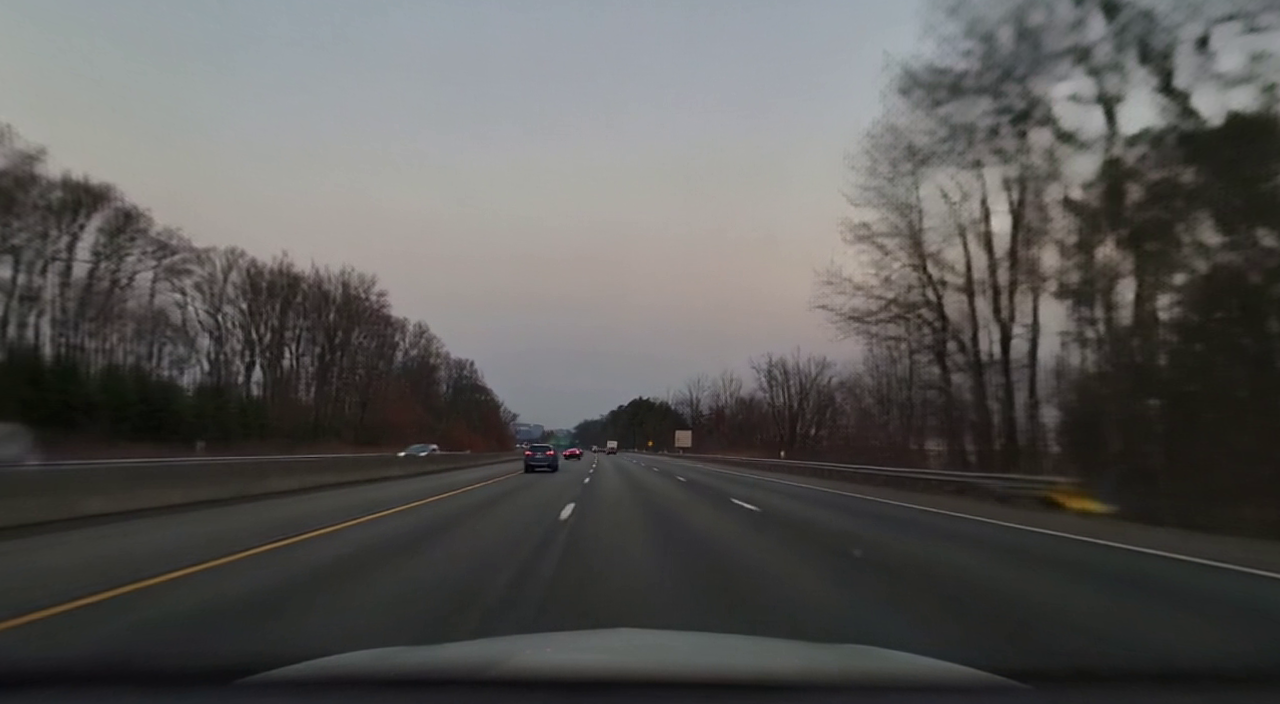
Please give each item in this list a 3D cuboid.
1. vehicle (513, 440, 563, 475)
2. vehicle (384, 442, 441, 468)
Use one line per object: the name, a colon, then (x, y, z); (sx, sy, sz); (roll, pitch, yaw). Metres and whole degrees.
vehicle: (-5.330, 5.574, 33.375); (2.151, 1.693, 4.201); (0, -9, -3)
vehicle: (-14.530, 6.578, 40.349); (2.122, 1.535, 4.780); (0, -9, -3)
